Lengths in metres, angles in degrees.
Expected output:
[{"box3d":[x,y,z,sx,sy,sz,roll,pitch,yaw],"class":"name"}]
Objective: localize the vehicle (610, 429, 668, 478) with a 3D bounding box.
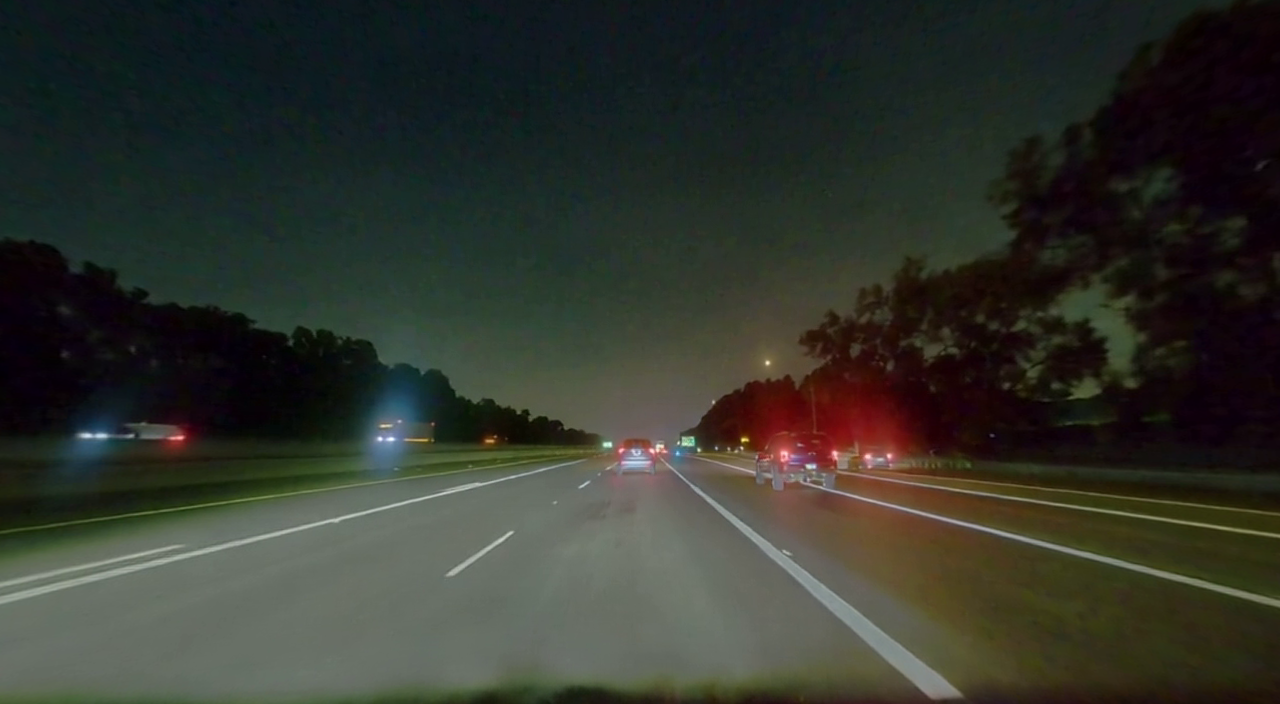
[{"box3d":[-0.018,4.376,27.359,2.269,1.924,4.596,0,-8,0],"class":"vehicle"}]
